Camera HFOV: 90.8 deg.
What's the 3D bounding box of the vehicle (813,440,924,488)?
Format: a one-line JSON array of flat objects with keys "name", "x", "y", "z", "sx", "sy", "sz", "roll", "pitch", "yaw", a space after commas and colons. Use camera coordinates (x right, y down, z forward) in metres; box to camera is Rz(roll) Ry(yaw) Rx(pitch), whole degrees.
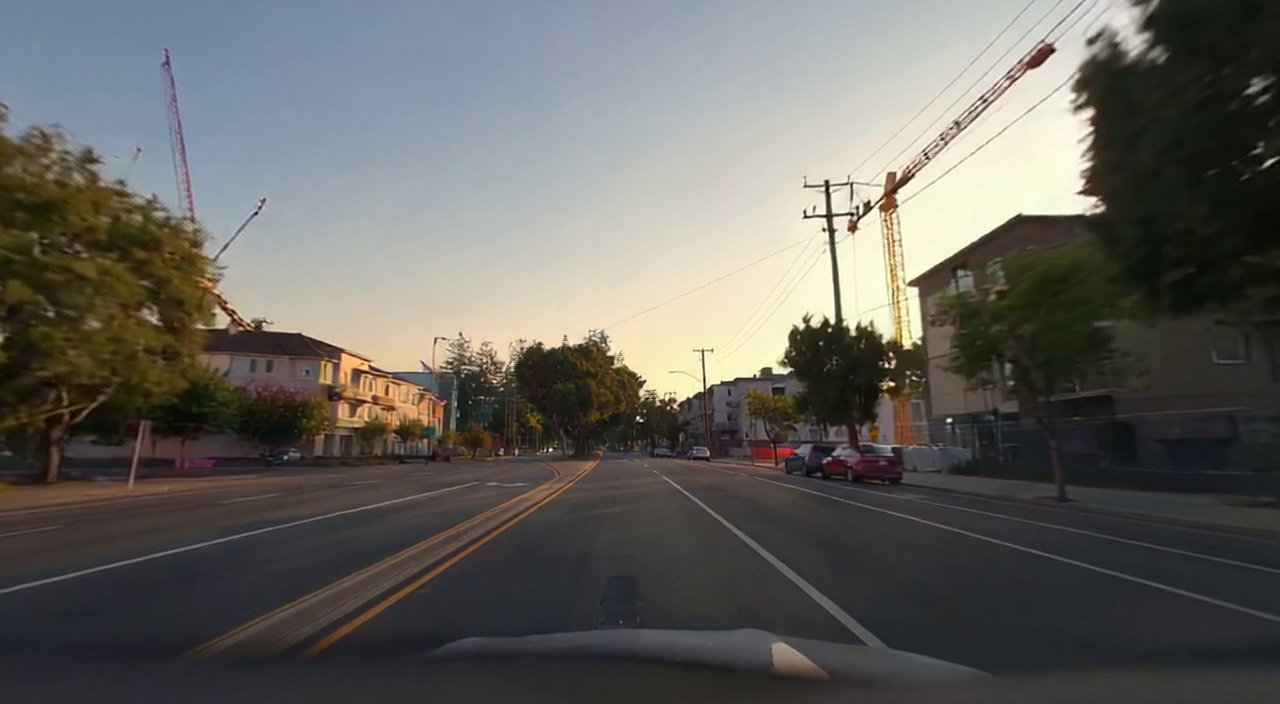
[{"name": "vehicle", "x": 7.764, "y": 3.824, "z": 22.056, "sx": 1.946, "sy": 1.472, "sz": 4.753, "roll": 0, "pitch": -8, "yaw": -3}]
